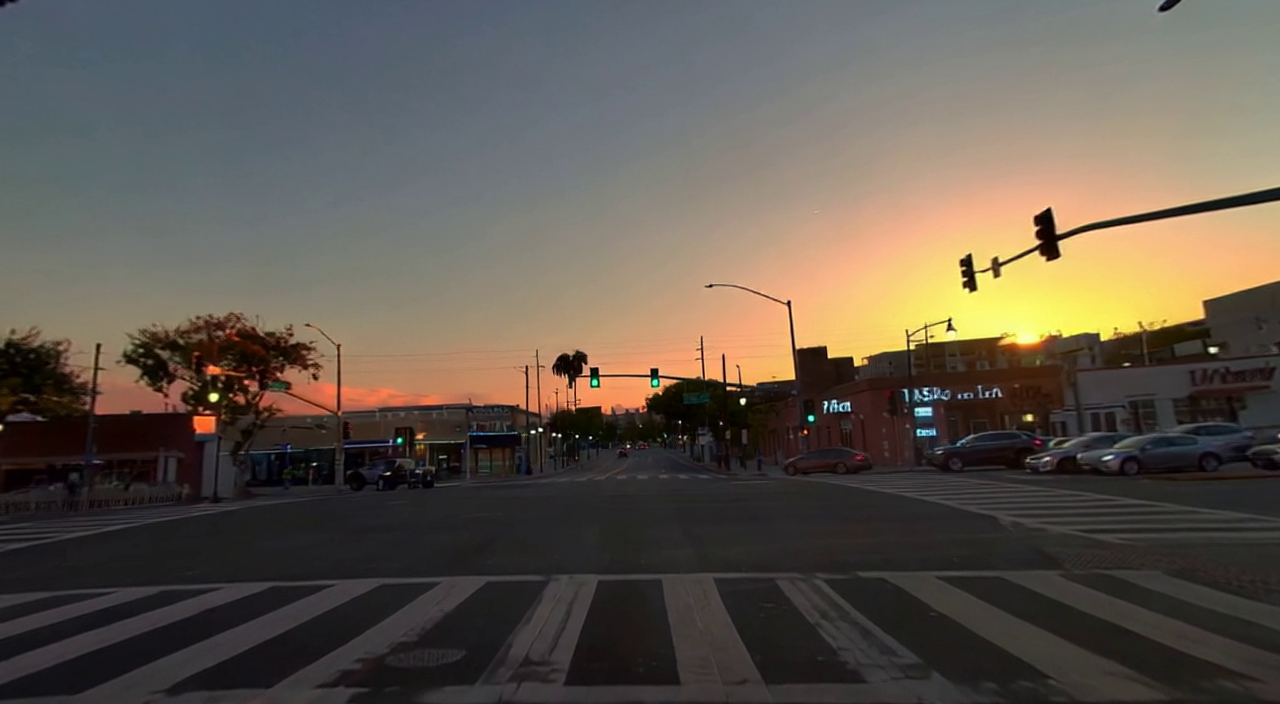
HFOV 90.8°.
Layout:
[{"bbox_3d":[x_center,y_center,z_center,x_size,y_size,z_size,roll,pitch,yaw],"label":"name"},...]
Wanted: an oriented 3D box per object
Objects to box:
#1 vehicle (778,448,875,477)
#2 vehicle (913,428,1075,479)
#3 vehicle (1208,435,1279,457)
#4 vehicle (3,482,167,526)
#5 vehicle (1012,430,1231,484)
[{"bbox_3d":[10.255,6.047,34.842,4.728,1.468,2.083,-5,-10,29],"label":"vehicle"},{"bbox_3d":[12.968,3.787,23.577,4.916,1.730,1.986,-4,-9,22],"label":"vehicle"},{"bbox_3d":[42.012,6.496,43.522,4.347,1.446,1.777,1,-9,-10],"label":"vehicle"},{"bbox_3d":[-21.176,5.796,24.216,4.676,1.463,1.909,-1,-9,6],"label":"vehicle"},{"bbox_3d":[14.379,3.178,19.265,4.835,1.487,1.913,-3,-9,20],"label":"vehicle"}]
